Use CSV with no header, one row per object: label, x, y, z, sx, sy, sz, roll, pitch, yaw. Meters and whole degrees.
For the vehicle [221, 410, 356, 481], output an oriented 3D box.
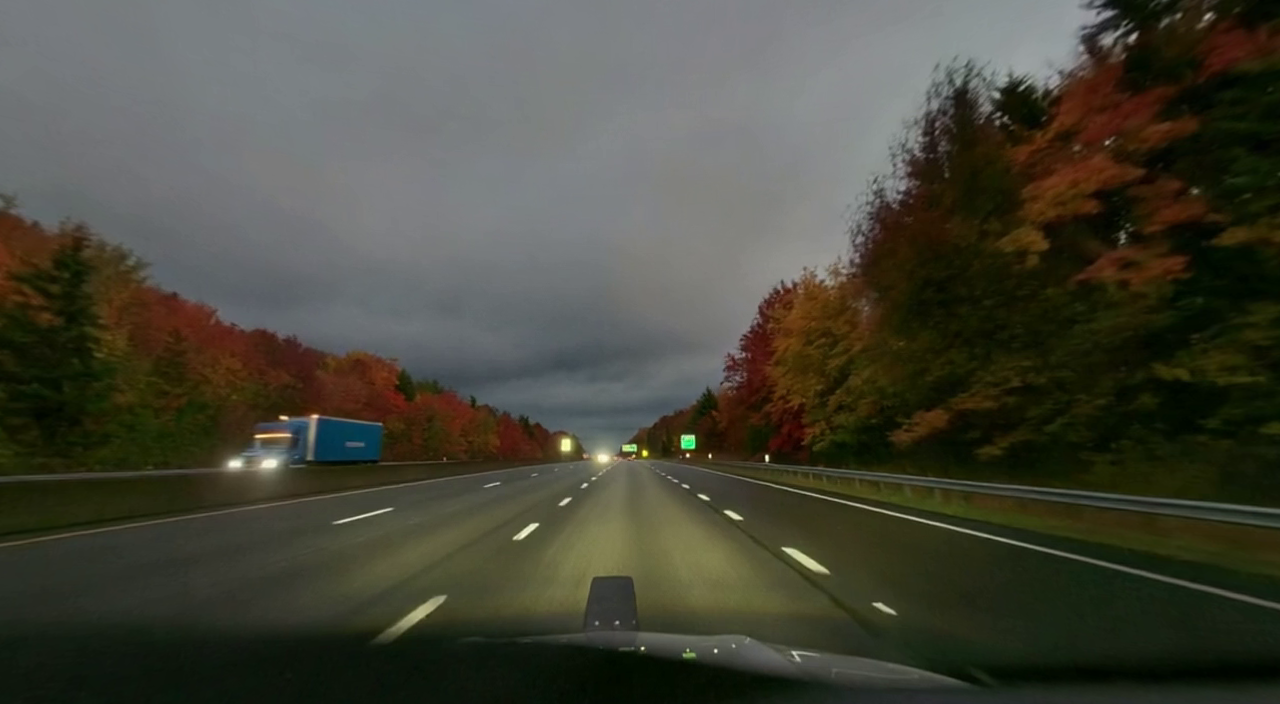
vehicle,-20.513,5.579,37.443,2.992,3.684,8.774,0,-9,0
